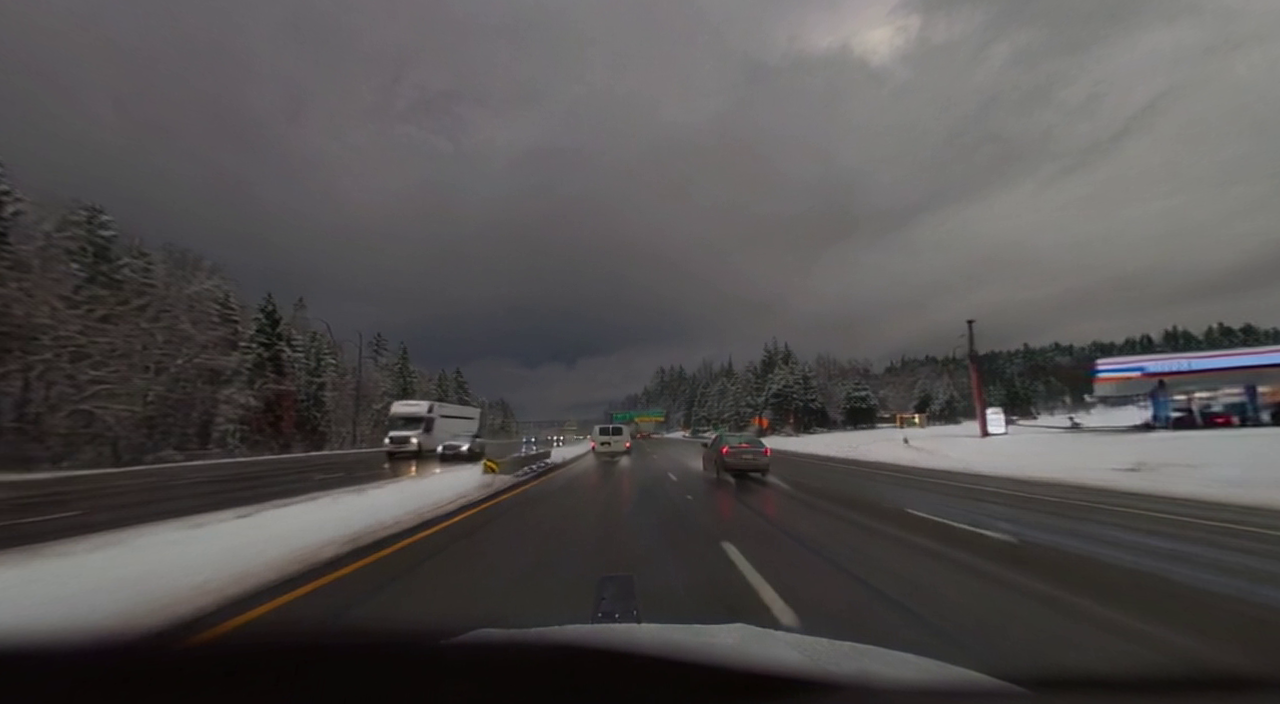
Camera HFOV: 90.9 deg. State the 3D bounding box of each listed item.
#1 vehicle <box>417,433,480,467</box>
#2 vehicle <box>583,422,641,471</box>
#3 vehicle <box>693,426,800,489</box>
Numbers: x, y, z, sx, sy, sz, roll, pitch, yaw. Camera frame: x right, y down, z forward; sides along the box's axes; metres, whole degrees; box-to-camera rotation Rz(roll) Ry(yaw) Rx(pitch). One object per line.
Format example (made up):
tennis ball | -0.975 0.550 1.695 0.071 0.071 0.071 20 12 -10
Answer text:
vehicle | -9.524 4.888 31.666 1.950 1.588 3.676 0 -7 1
vehicle | -1.002 3.680 24.876 2.061 1.732 4.457 0 -7 0
vehicle | 2.831 2.925 18.016 2.151 1.550 4.694 0 -7 -1
